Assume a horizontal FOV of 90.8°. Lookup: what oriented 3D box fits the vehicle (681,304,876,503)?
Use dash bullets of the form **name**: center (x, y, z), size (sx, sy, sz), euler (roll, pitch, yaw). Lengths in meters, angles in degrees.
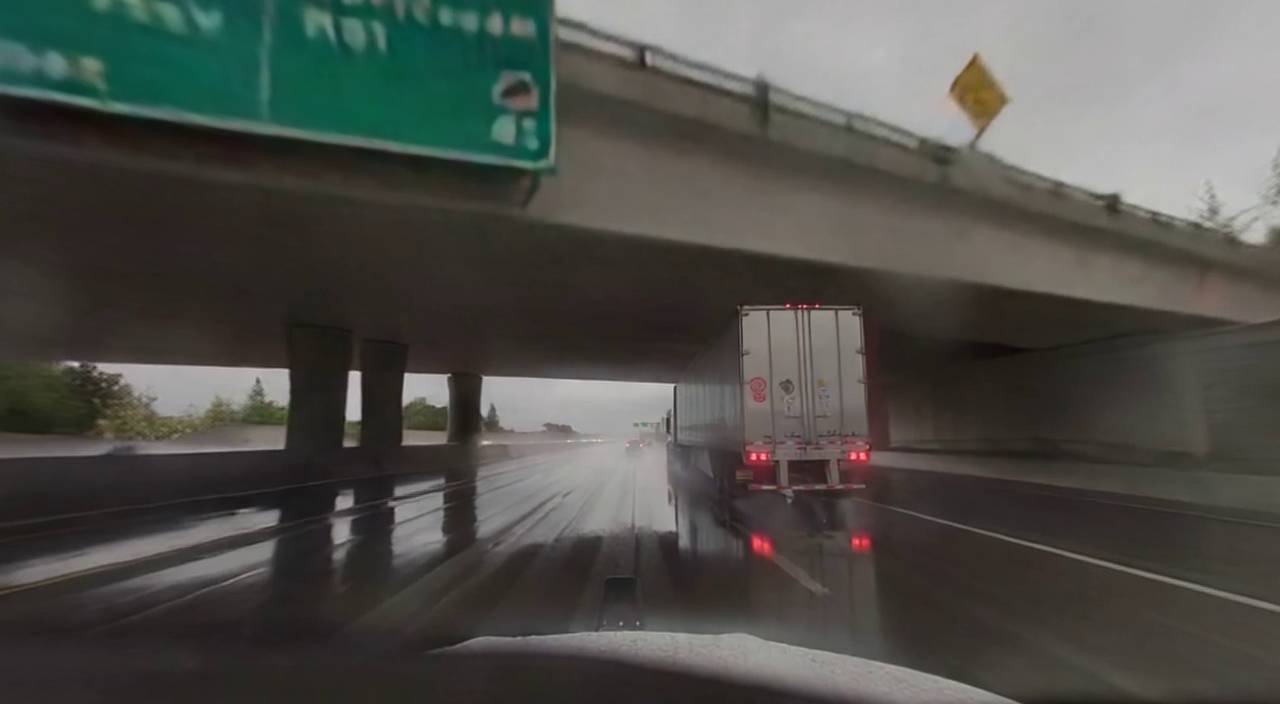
- **vehicle**: center (3.367, 2.282, 21.334), size (2.743, 4.160, 16.408), euler (0, -9, -1)
